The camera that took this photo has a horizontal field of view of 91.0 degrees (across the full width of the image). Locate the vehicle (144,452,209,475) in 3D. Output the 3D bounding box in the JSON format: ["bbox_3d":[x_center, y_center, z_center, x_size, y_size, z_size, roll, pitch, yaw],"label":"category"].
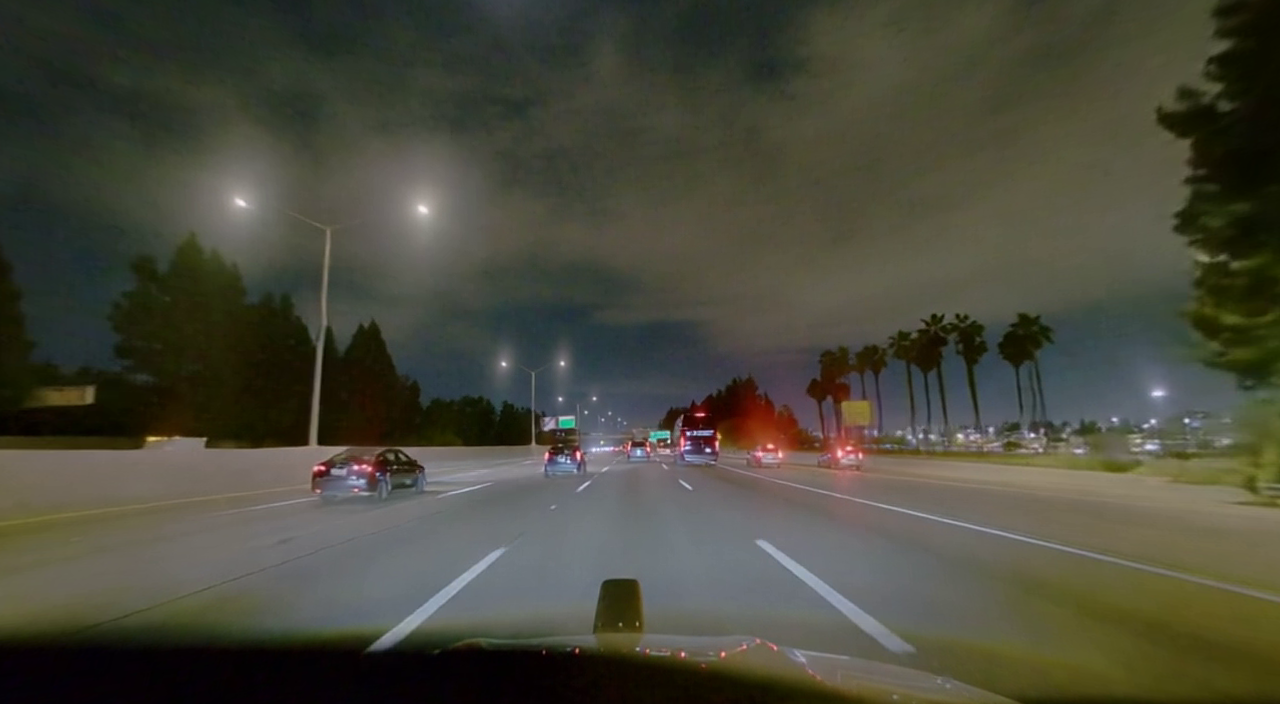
[{"bbox_3d":[-31.753,7.632,43.261,1.649,1.463,3.657,0,-9,1],"label":"vehicle"}]

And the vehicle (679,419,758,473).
[{"bbox_3d":[4.227,5.731,38.033,2.891,2.596,15.534,0,-9,0],"label":"vehicle"}]

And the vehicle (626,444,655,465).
[{"bbox_3d":[0.042,7.794,48.005,2.085,1.507,4.096,0,-9,0],"label":"vehicle"}]

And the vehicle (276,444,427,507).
[{"bbox_3d":[-7.647,3.306,17.269,2.050,1.487,4.372,0,-9,0],"label":"vehicle"}]

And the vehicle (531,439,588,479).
[{"bbox_3d":[-3.577,4.837,28.635,2.017,1.683,4.094,0,-9,0],"label":"vehicle"}]

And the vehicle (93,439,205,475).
[{"bbox_3d":[-36.025,7.752,46.603,2.301,2.392,7.242,0,-9,1],"label":"vehicle"}]
